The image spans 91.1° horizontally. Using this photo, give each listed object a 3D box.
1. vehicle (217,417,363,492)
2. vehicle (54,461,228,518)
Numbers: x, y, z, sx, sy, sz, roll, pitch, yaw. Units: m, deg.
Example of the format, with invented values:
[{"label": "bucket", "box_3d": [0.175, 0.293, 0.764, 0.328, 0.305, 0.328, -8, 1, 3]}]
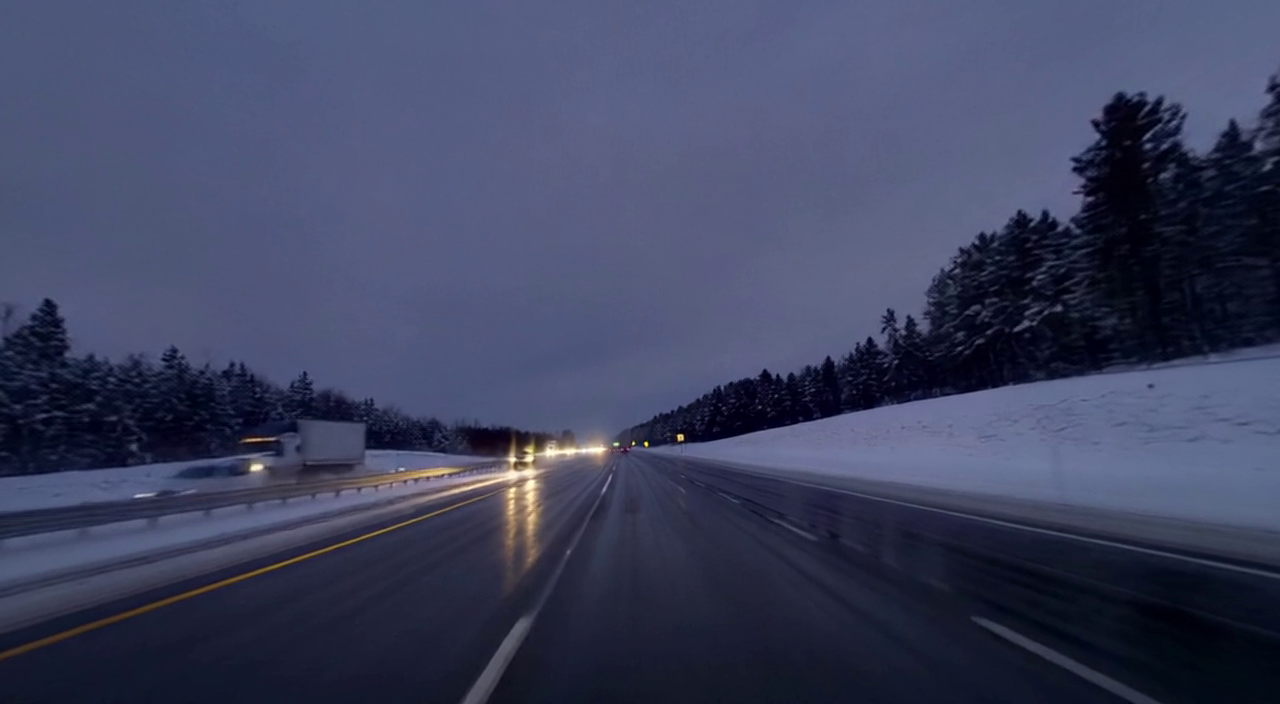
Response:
[{"label": "vehicle", "box_3d": [-19.765, 5.903, 36.478, 3.225, 3.742, 9.159, 0, -9, -1]}, {"label": "vehicle", "box_3d": [-15.654, 4.292, 20.123, 1.932, 1.495, 4.511, 0, -9, -2]}]
